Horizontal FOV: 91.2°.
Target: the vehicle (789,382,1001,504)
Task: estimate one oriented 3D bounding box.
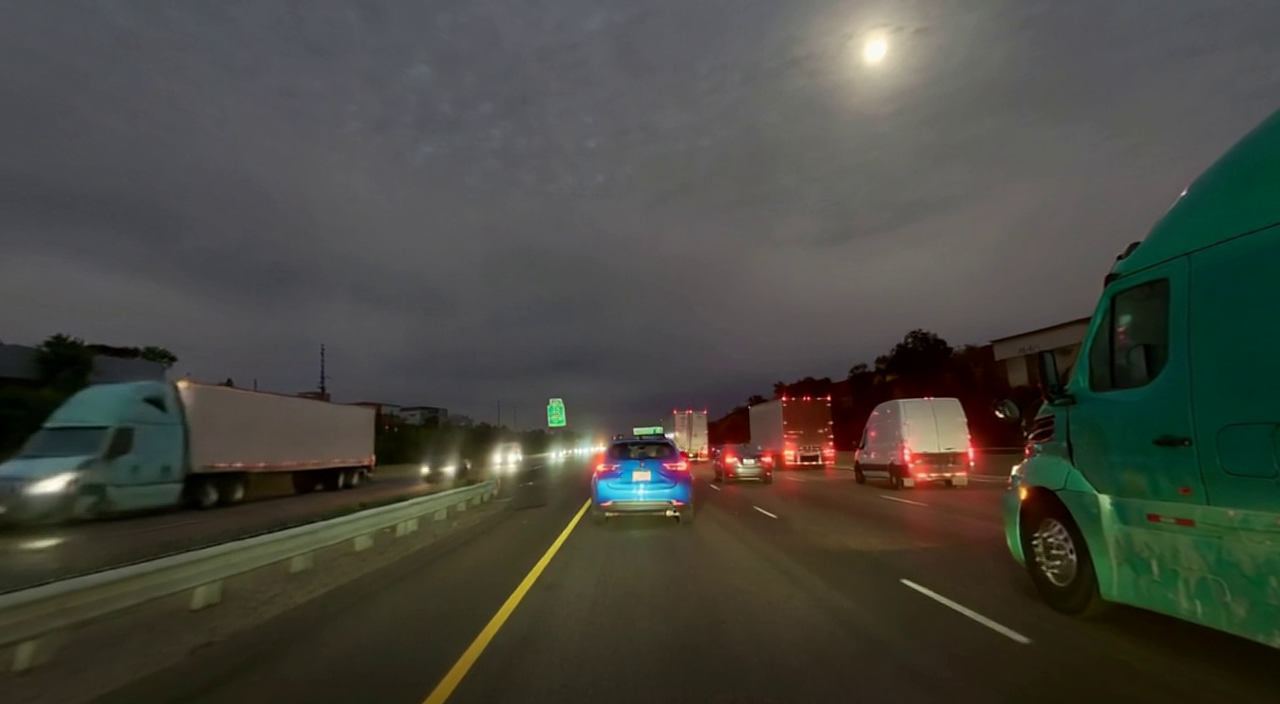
[{"bbox_3d":[7.997,3.208,21.887,2.799,3.188,10.578,0,-9,-1],"label":"vehicle"}]

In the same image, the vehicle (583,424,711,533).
[{"bbox_3d":[0.114,2.232,11.490,1.965,1.664,3.428,0,-9,0],"label":"vehicle"}]

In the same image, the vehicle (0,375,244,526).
[{"bbox_3d":[-15.923,3.052,19.678,3.025,3.994,5.884,0,-9,-1],"label":"vehicle"}]

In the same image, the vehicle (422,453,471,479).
[{"bbox_3d":[-12.341,7.272,40.133,1.917,1.518,3.802,0,-9,0],"label":"vehicle"}]

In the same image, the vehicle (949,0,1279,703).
[{"bbox_3d":[4.209,-0.115,2.263,2.987,3.877,5.881,0,-9,0],"label":"vehicle"}]

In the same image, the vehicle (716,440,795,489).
[{"bbox_3d":[3.840,3.803,21.433,1.859,1.512,3.711,0,-9,-2],"label":"vehicle"}]
